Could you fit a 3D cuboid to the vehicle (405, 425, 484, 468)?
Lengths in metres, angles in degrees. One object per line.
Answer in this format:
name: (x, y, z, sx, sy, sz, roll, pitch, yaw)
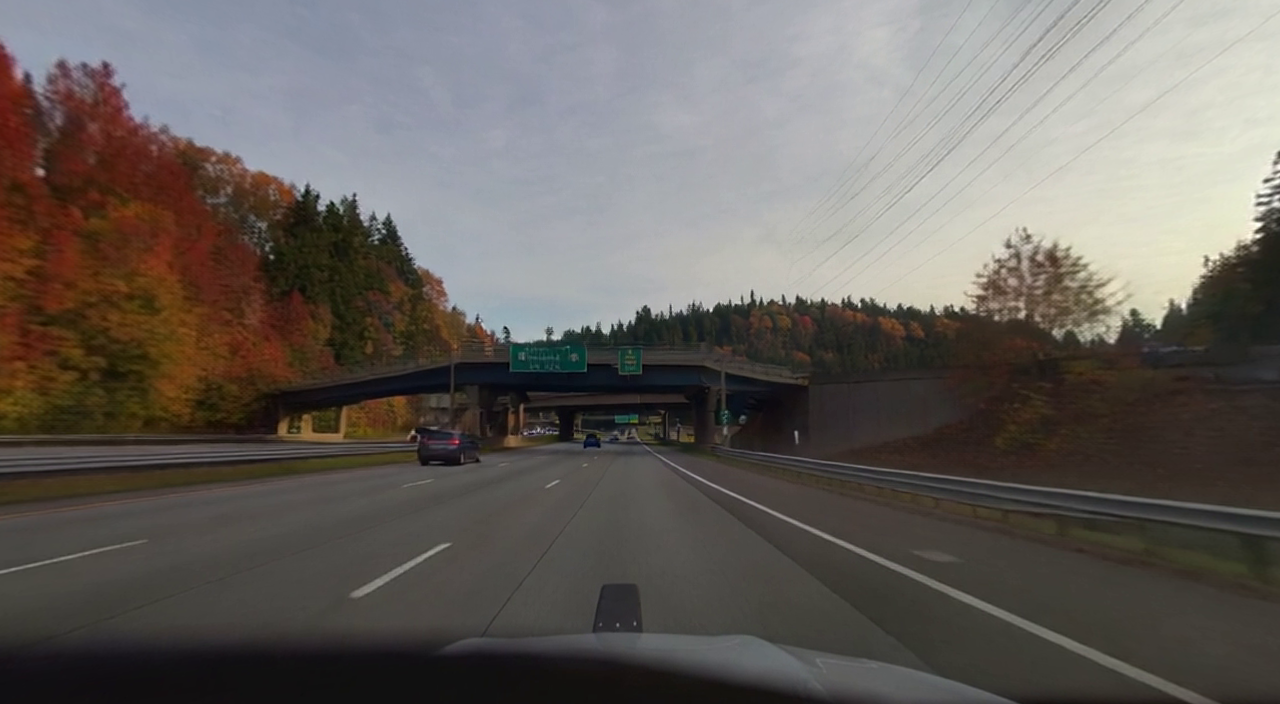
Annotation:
vehicle: (-8.321, 4.054, 27.261, 1.987, 1.677, 4.580, 0, -8, 0)
